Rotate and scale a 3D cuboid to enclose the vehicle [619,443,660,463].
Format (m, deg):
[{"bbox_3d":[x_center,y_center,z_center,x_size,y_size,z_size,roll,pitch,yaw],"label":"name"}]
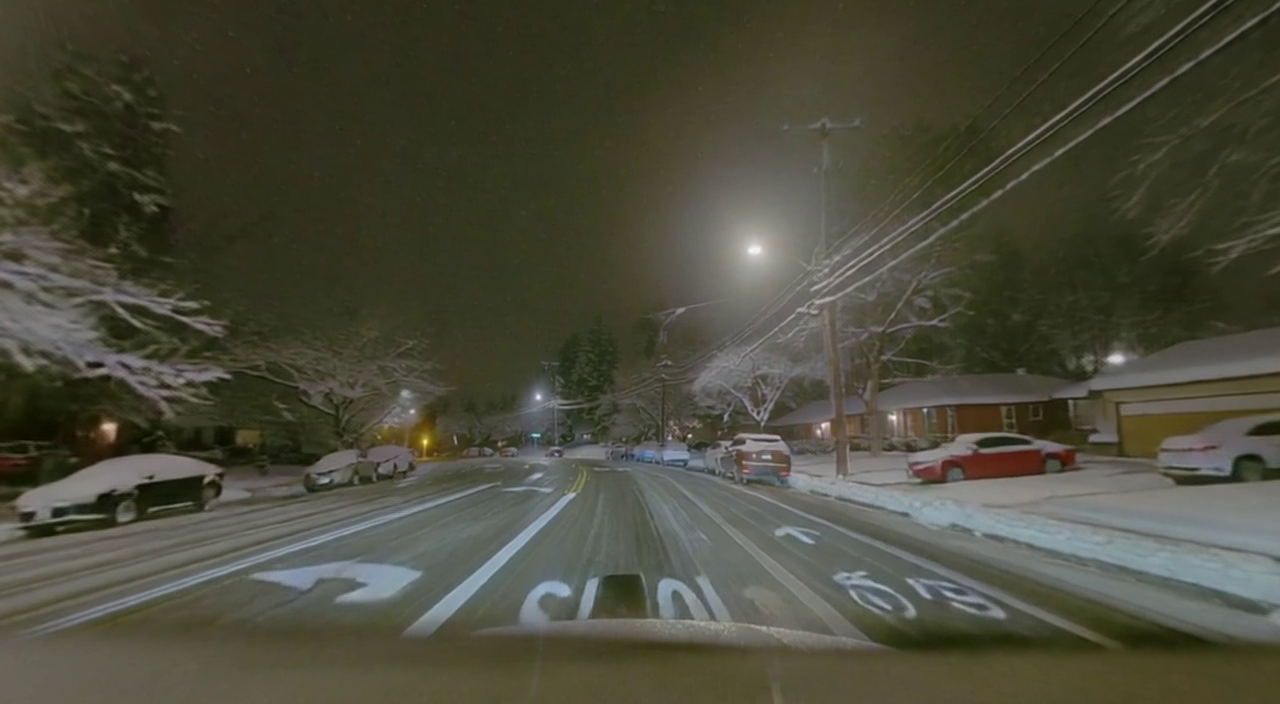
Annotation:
[{"bbox_3d":[-0.068,7.775,48.670,1.844,1.485,4.193,3,-9,-20],"label":"vehicle"}]

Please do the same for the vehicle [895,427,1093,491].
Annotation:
[{"bbox_3d":[10.101,3.080,18.268,4.512,1.477,1.927,-3,-9,-3],"label":"vehicle"}]

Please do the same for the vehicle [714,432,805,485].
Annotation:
[{"bbox_3d":[4.274,3.912,23.490,2.184,1.770,4.651,1,-9,-4],"label":"vehicle"}]

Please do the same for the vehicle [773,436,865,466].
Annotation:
[{"bbox_3d":[9.353,5.203,33.216,4.158,1.521,1.921,1,-9,-6],"label":"vehicle"}]

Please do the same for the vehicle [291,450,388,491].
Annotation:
[{"bbox_3d":[-12.176,4.794,25.989,2.012,1.478,4.661,1,-9,-4],"label":"vehicle"}]

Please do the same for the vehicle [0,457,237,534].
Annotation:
[{"bbox_3d":[-11.644,3.193,14.625,1.948,1.410,4.361,0,-9,-3],"label":"vehicle"}]

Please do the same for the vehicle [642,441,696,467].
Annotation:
[{"bbox_3d":[1.853,6.752,42.101,2.367,1.614,4.463,2,-9,-14],"label":"vehicle"}]

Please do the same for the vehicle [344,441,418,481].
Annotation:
[{"bbox_3d":[-12.691,5.354,31.347,2.107,1.810,4.708,1,-9,-6],"label":"vehicle"}]
